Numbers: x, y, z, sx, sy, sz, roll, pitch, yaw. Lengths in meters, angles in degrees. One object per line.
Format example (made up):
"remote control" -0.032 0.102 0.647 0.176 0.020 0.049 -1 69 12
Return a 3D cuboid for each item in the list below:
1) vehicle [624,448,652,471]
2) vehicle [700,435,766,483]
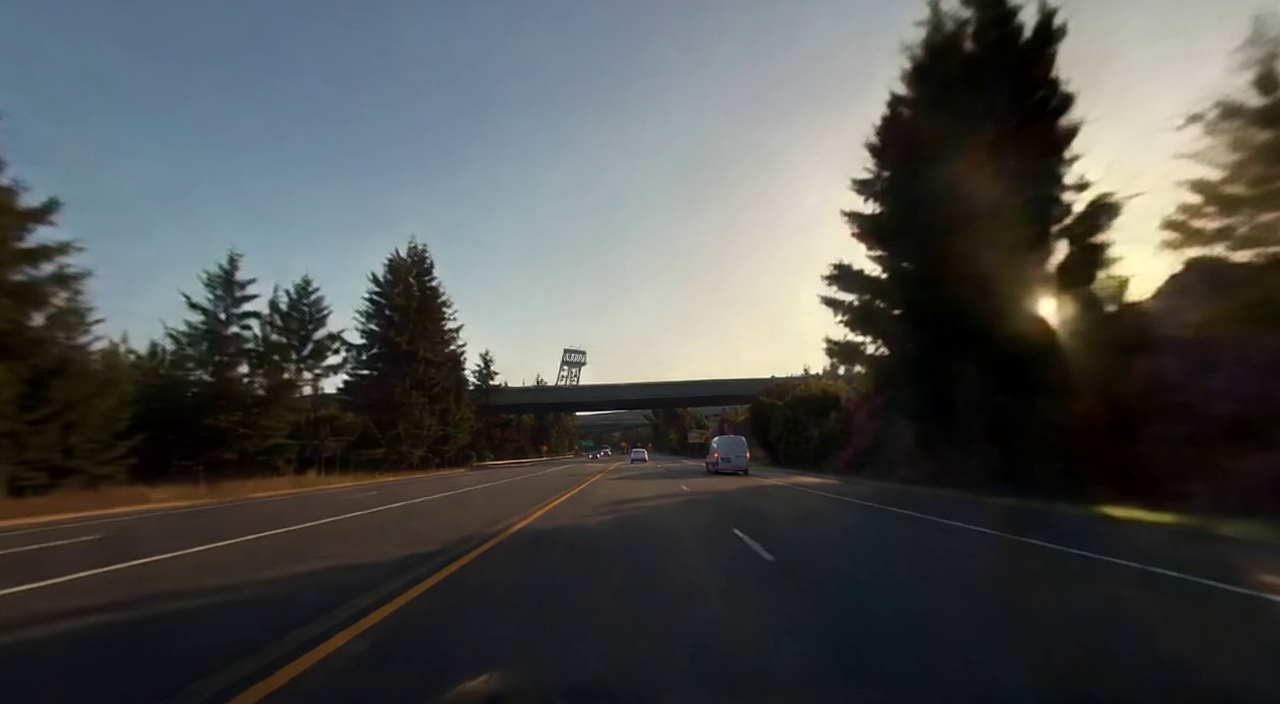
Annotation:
"vehicle" -0.145 8.022 47.285 2.013 1.584 3.995 0 -9 1
"vehicle" 4.108 4.878 28.940 2.152 1.998 5.380 0 -9 -1
